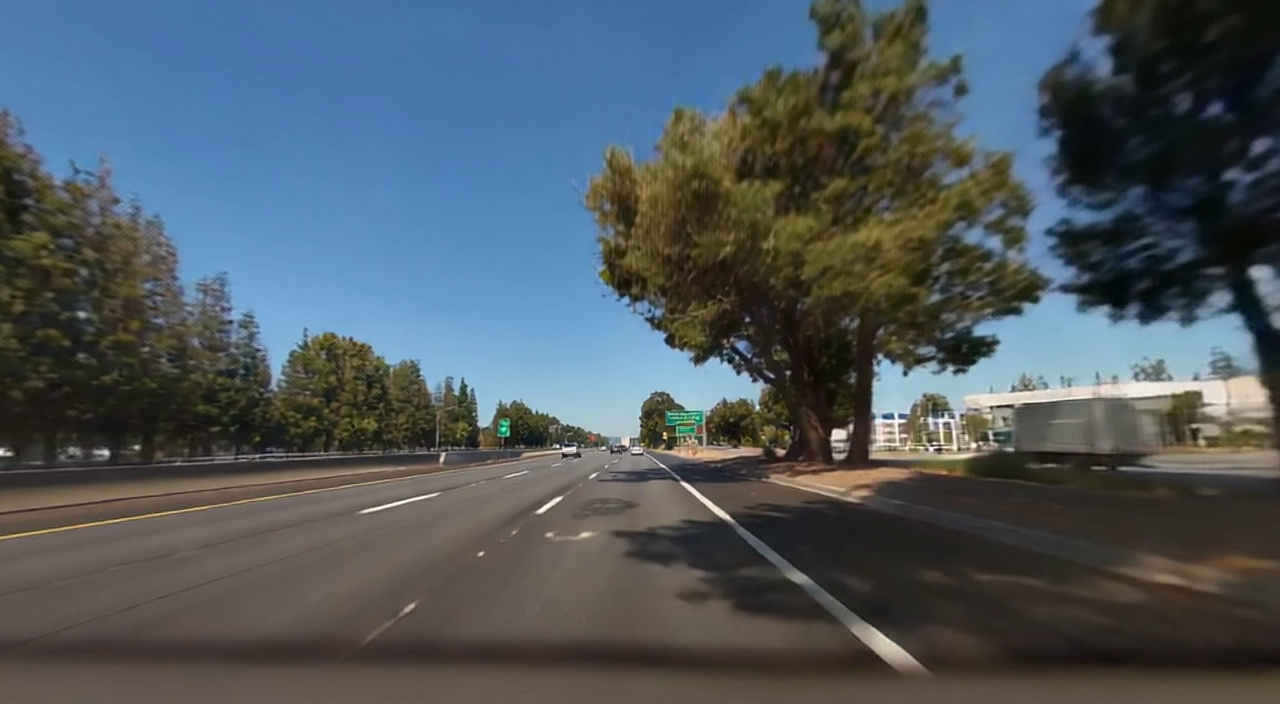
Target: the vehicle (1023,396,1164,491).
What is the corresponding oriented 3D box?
[{"bbox_3d":[14.821,3.005,20.865,2.312,2.875,2.697,0,-8,-6],"label":"vehicle"}]
